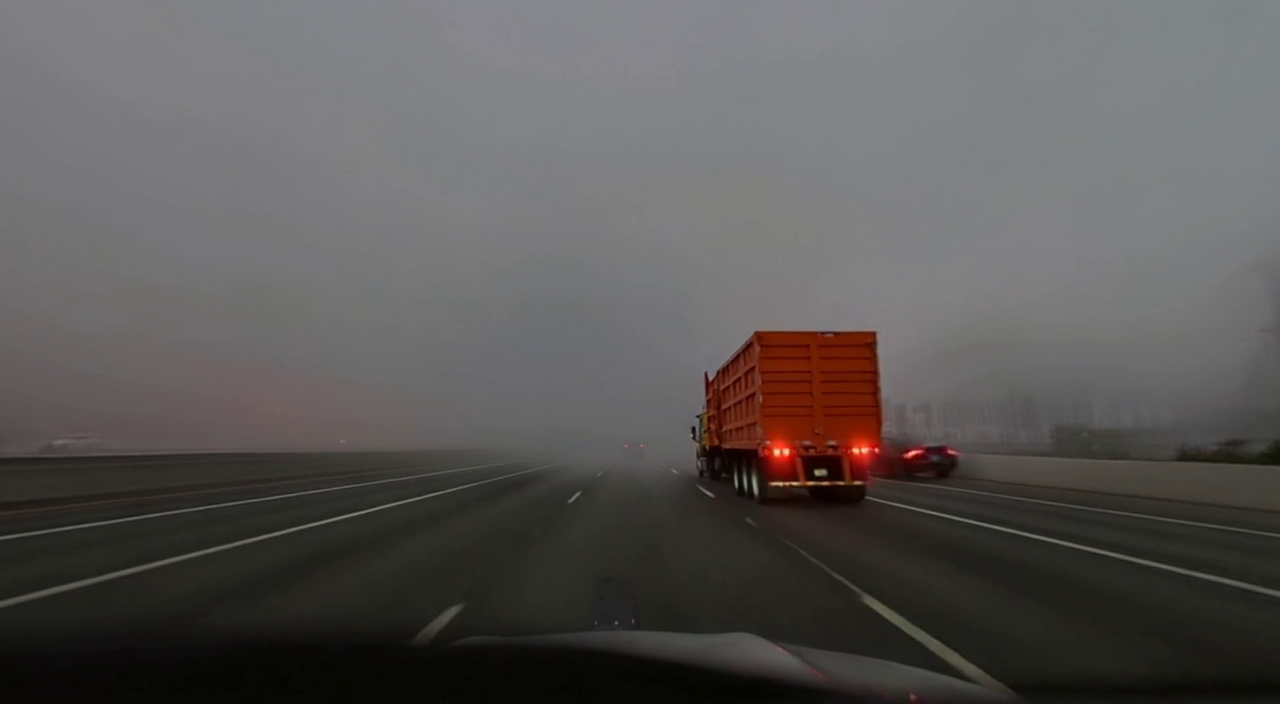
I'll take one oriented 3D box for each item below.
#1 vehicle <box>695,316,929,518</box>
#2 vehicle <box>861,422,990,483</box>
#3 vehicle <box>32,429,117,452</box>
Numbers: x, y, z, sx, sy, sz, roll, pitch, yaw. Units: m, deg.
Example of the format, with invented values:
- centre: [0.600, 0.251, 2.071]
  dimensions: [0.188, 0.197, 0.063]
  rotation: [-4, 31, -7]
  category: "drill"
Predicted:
- centre: [3.479, 1.903, 16.477]
  dimensions: [2.966, 3.586, 10.563]
  rotation: [0, -9, -1]
  category: "vehicle"
- centre: [10.745, 3.853, 24.426]
  dimensions: [2.286, 2.044, 5.722]
  rotation: [0, -9, 0]
  category: "vehicle"
- centre: [-44.582, 7.037, 49.999]
  dimensions: [1.933, 1.642, 5.248]
  rotation: [0, -9, -1]
  category: "vehicle"
